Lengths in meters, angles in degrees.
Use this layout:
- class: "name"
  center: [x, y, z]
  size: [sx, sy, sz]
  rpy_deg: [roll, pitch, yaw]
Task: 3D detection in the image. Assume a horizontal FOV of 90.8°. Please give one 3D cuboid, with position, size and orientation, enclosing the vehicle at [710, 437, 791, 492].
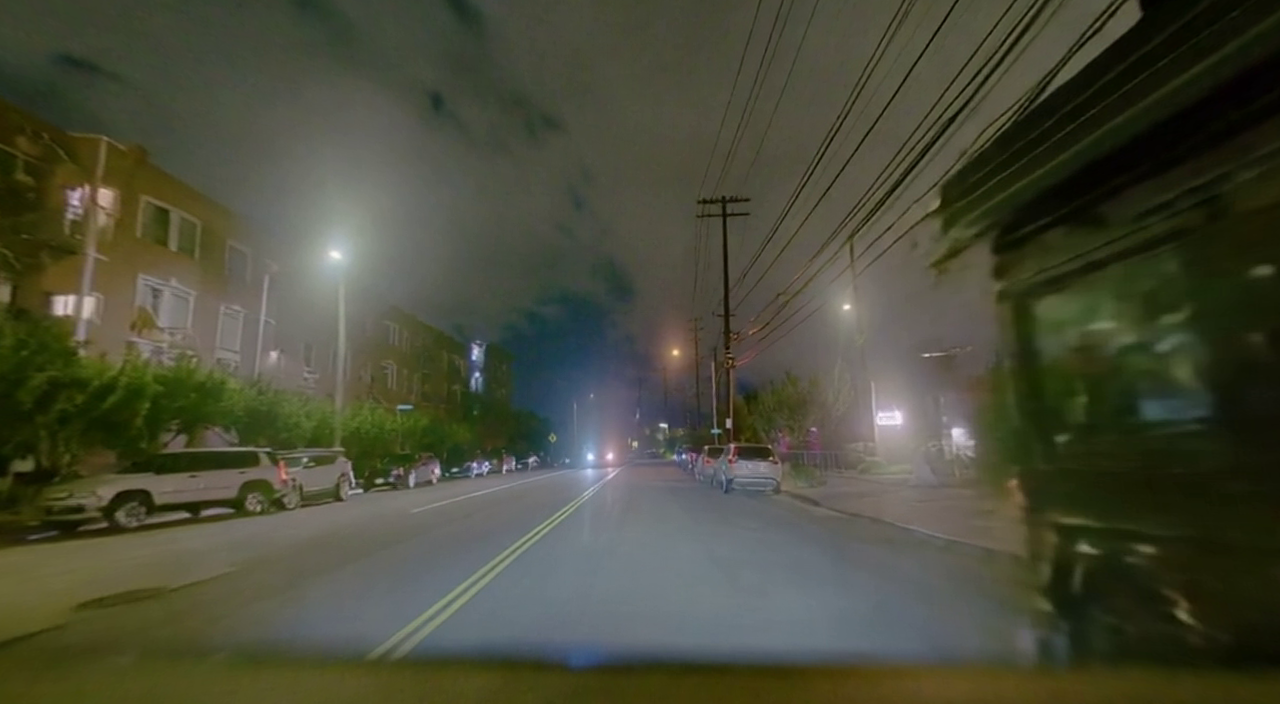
- class: "vehicle"
  center: [3.616, 3.737, 21.515]
  size: [1.936, 1.641, 4.434]
  rpy_deg: [0, -7, 0]

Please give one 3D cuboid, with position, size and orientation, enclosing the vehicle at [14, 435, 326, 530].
- class: "vehicle"
  center: [-10.186, 2.838, 14.371]
  size: [5.093, 1.855, 2.338]
  rpy_deg: [3, -8, -19]

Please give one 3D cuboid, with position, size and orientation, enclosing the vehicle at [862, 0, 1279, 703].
- class: "vehicle"
  center: [3.180, -0.188, 0.589]
  size: [2.886, 3.321, 7.809]
  rpy_deg: [0, -7, -1]

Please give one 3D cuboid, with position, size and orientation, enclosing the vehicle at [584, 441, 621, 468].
- class: "vehicle"
  center: [-2.565, 7.132, 44.321]
  size: [2.103, 1.721, 4.473]
  rpy_deg: [-1, -7, 3]
